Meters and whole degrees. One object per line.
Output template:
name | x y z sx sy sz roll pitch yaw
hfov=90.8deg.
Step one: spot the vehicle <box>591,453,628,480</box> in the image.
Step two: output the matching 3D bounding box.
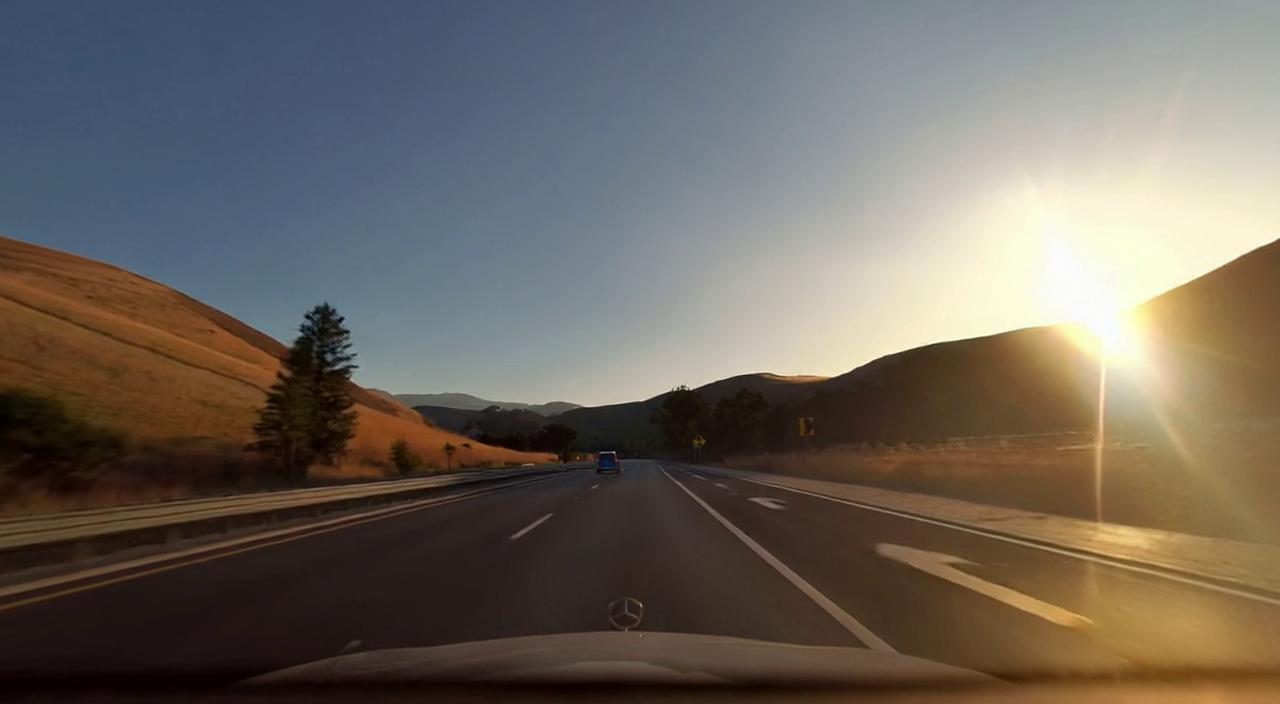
vehicle | -1.884 7.311 40.559 2.053 1.647 4.252 -1 -9 2
